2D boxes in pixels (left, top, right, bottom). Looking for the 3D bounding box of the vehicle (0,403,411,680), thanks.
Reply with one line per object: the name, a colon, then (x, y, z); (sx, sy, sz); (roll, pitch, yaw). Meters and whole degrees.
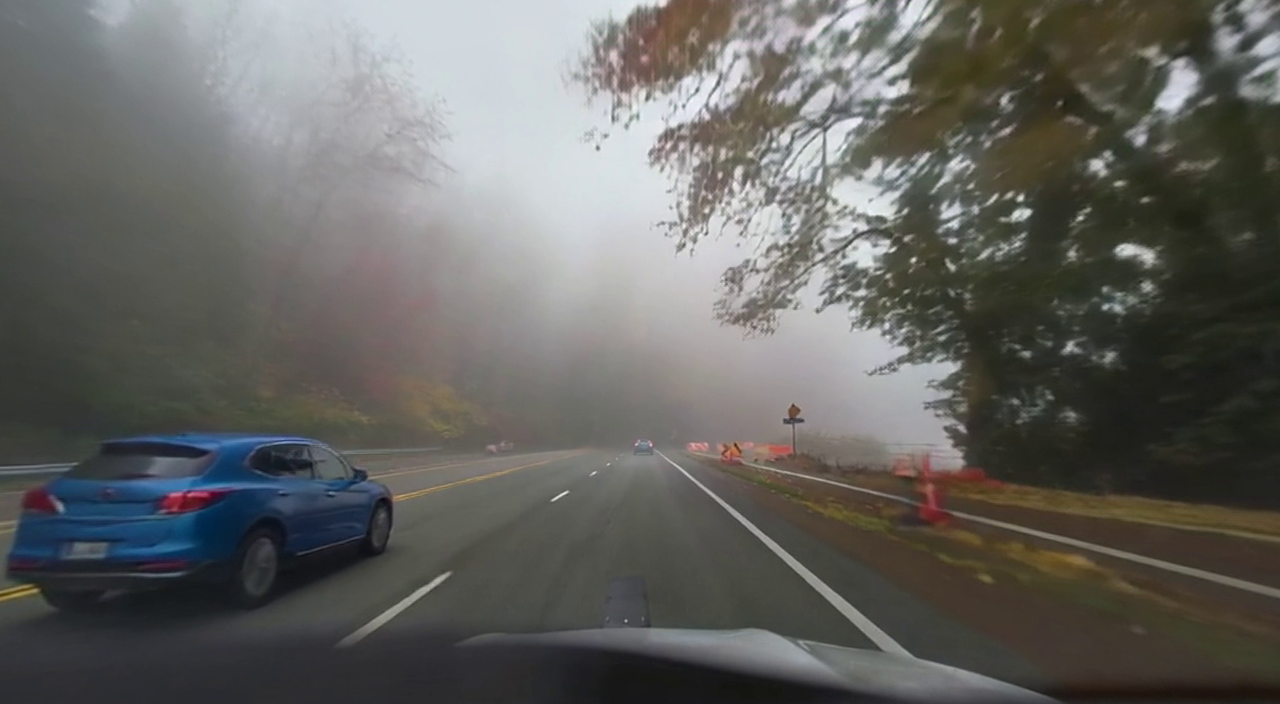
vehicle: (-3.773, 1.330, 5.542); (1.902, 1.505, 4.016); (0, -8, 2)
